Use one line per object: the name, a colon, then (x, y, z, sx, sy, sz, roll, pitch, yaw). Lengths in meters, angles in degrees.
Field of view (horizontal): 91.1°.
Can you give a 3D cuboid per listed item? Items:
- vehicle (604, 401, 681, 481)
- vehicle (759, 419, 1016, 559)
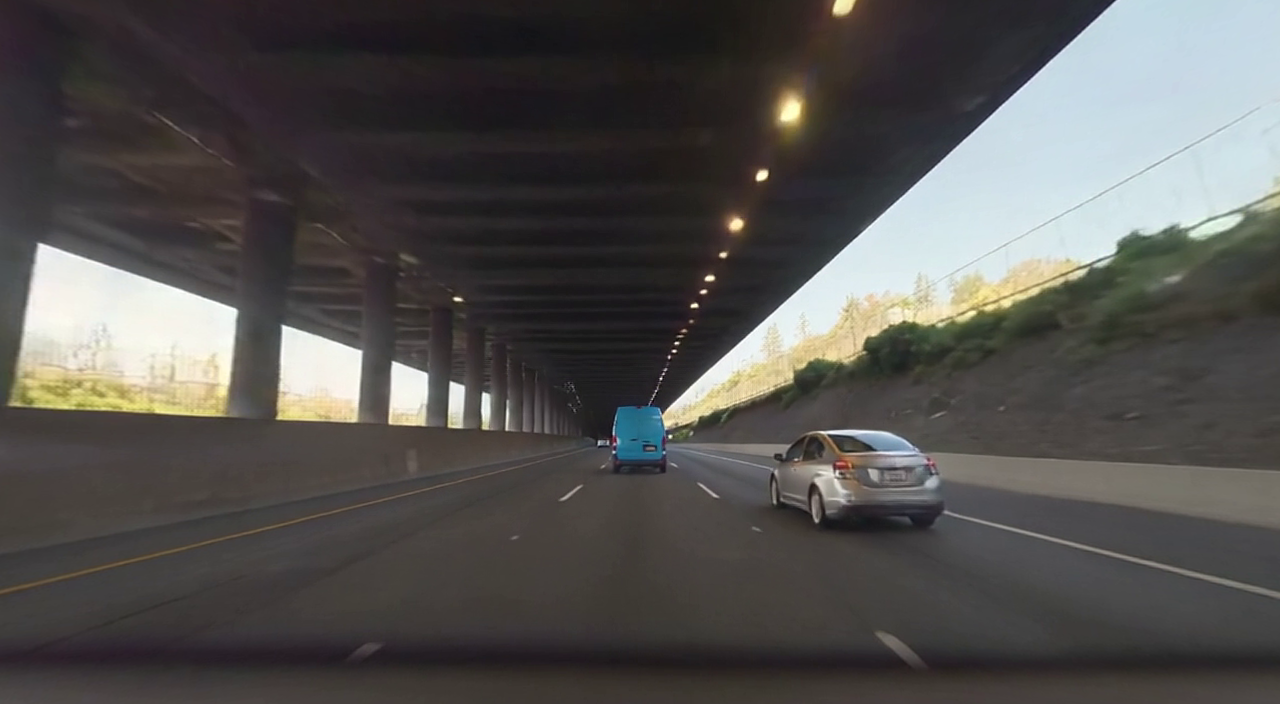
vehicle: (0.103, 3.123, 22.278, 2.404, 2.459, 5.229, 0, -8, 1)
vehicle: (3.175, 1.824, 9.162, 2.095, 1.553, 4.069, 0, -8, 0)
